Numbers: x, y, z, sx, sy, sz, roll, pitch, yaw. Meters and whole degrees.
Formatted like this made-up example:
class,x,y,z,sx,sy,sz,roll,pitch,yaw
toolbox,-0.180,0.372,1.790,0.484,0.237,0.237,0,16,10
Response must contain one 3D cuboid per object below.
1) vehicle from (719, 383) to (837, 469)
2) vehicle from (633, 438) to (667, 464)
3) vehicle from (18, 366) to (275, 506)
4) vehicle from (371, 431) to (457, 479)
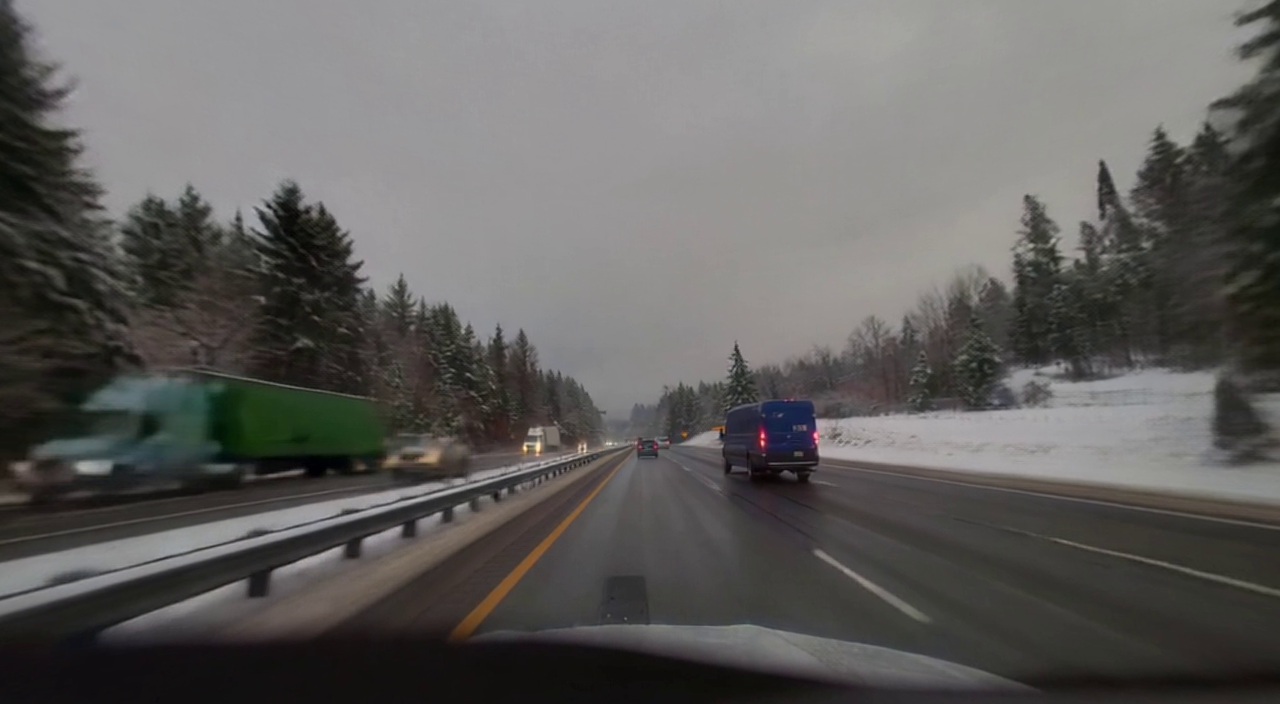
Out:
class,x,y,z,sx,sy,sz,roll,pitch,yaw
vehicle,7.772,4.787,39.149,3.479,4.156,17.231,0,-8,0
vehicle,0.653,6.555,41.783,2.121,1.590,4.434,0,-8,1
vehicle,-15.187,2.679,20.121,3.286,3.794,5.668,0,-8,2
vehicle,-10.589,4.853,29.913,2.128,2.047,4.976,0,-8,1
